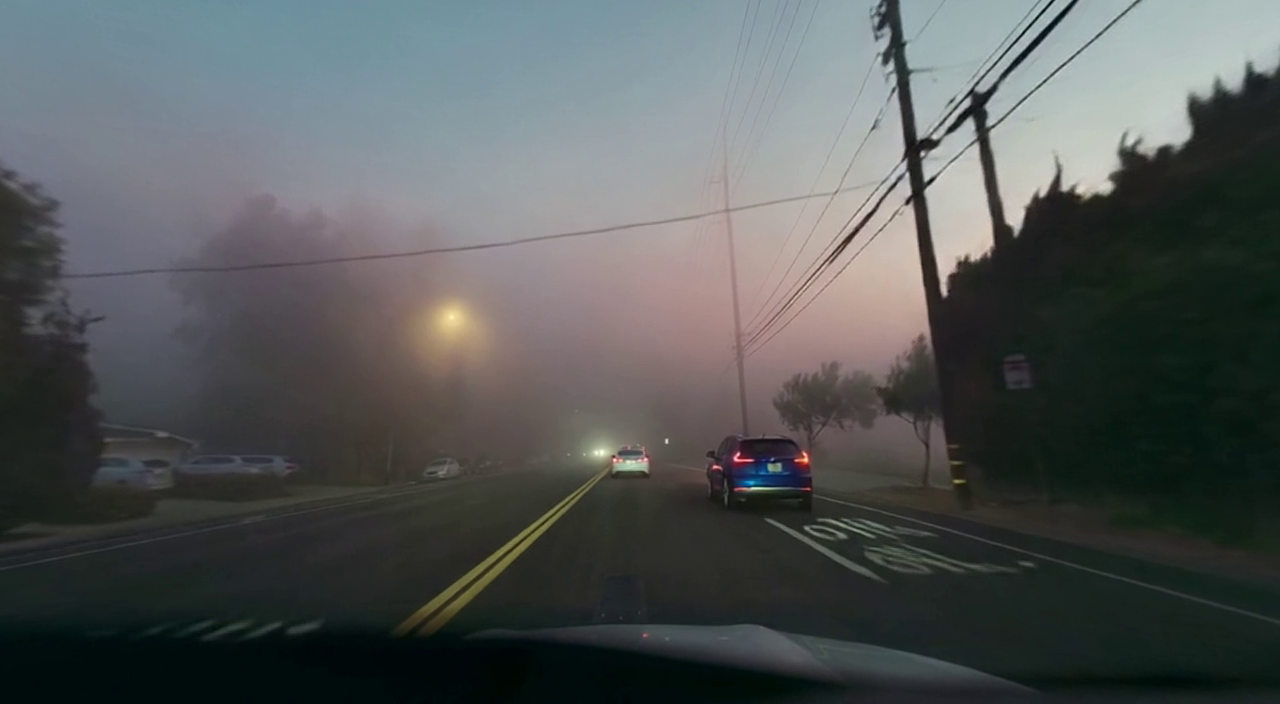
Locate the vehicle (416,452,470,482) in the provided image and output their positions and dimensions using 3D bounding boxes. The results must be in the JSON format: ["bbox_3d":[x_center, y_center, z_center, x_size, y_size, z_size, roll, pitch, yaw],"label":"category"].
[{"bbox_3d":[-12.283,7.174,39.699,2.044,1.534,4.554,-4,-8,-2],"label":"vehicle"}]

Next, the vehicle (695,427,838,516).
[{"bbox_3d":[2.766,2.753,15.138,2.200,1.763,4.676,1,-8,-3],"label":"vehicle"}]

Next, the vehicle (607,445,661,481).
[{"bbox_3d":[-0.284,4.824,27.774,2.196,1.449,4.006,0,-8,-1],"label":"vehicle"}]

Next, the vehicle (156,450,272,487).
[{"bbox_3d":[-21.035,5.734,31.357,4.240,1.717,2.043,0,-9,-2],"label":"vehicle"}]
